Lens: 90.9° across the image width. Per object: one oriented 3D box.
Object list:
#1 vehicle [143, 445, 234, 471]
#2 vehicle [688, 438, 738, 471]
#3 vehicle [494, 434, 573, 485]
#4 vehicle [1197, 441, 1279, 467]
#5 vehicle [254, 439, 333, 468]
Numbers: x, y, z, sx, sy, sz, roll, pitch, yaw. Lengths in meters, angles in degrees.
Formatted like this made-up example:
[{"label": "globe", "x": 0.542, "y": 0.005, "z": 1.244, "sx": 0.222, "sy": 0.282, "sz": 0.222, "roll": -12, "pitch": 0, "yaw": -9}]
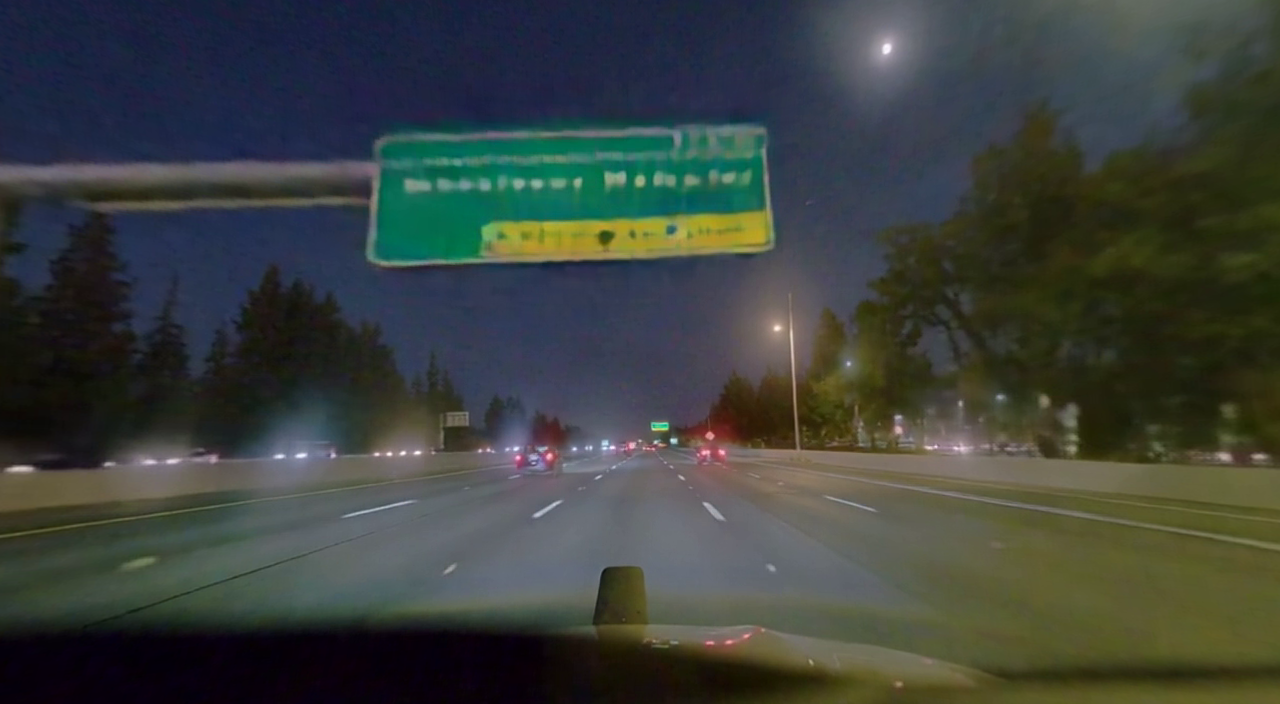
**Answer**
[{"label": "vehicle", "x": -31.603, "y": 7.413, "z": 44.409, "sx": 2.124, "sy": 1.653, "sz": 5.613, "roll": 0, "pitch": -8, "yaw": 2}, {"label": "vehicle", "x": 3.928, "y": 5.639, "z": 34.880, "sx": 2.229, "sy": 1.704, "sz": 4.392, "roll": 0, "pitch": -8, "yaw": 0}, {"label": "vehicle", "x": -3.962, "y": 4.066, "z": 24.199, "sx": 2.196, "sy": 1.733, "sz": 4.355, "roll": 0, "pitch": -8, "yaw": 1}, {"label": "vehicle", "x": 42.924, "y": 7.219, "z": 44.834, "sx": 1.903, "sy": 1.707, "sz": 4.655, "roll": 1, "pitch": -8, "yaw": -10}, {"label": "vehicle", "x": -23.927, "y": 7.002, "z": 43.860, "sx": 2.164, "sy": 1.876, "sz": 5.764, "roll": 0, "pitch": -8, "yaw": 1}]
